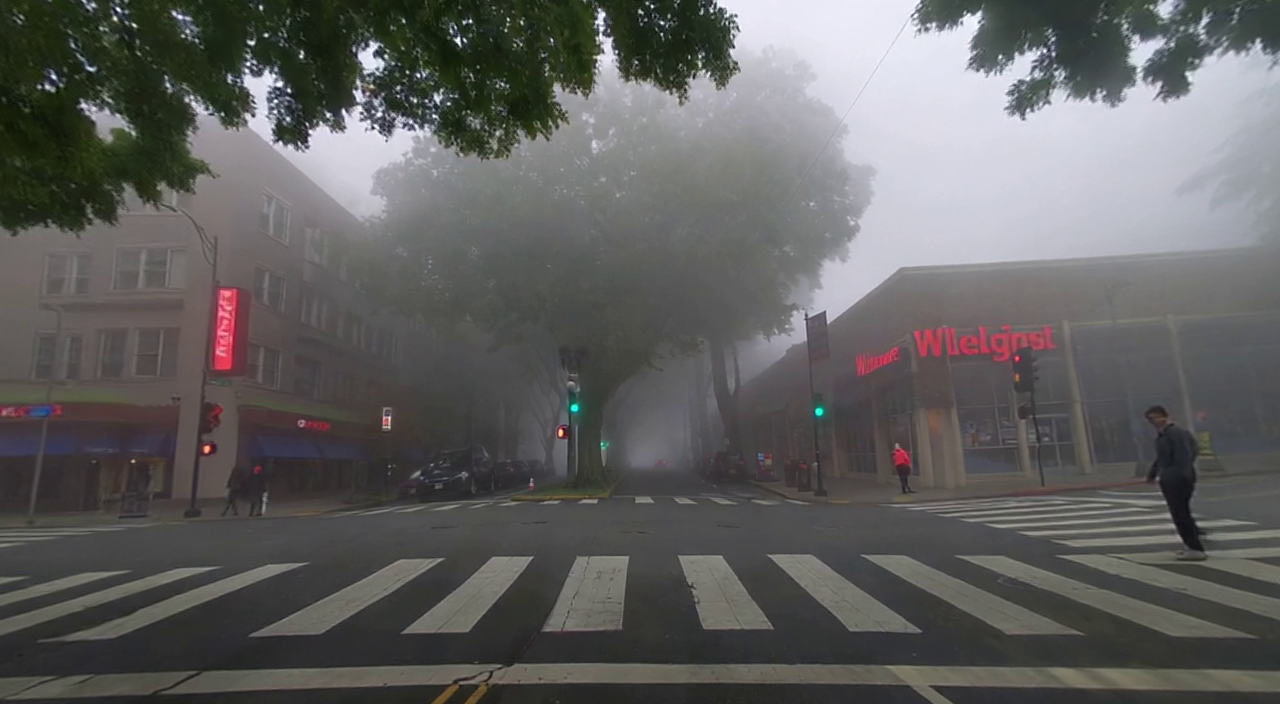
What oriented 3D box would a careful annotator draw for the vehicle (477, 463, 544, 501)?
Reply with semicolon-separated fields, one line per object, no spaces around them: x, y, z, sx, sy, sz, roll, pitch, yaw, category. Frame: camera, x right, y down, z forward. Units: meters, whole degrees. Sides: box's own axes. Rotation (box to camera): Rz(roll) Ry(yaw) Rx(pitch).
-5.755;5.830;28.629;1.983;1.438;4.559;0;-8;1;vehicle

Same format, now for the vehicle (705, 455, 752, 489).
5.201;7.104;37.715;2.010;1.844;4.386;0;-8;-2;vehicle

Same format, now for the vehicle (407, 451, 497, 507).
-8.802;5.944;30.304;2.489;2.323;5.843;0;-8;1;vehicle
